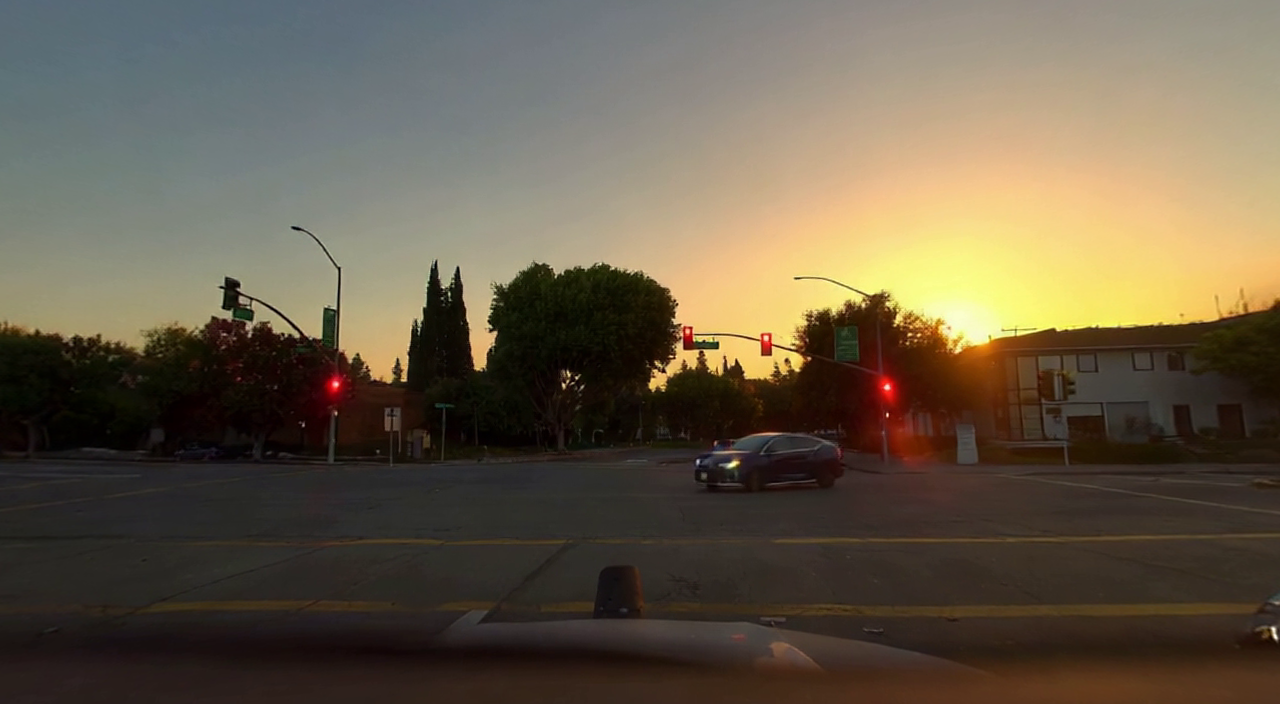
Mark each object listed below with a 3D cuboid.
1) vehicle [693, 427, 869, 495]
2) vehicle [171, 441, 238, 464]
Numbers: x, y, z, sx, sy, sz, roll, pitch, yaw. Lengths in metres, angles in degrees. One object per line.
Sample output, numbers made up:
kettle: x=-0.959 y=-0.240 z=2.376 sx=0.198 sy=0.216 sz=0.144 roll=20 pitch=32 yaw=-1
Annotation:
vehicle: x=4.086 y=3.119 z=18.357 sx=4.580 sy=1.768 sz=2.134 roll=3 pitch=-9 yaw=-22
vehicle: x=-29.108 y=6.697 z=42.047 sx=1.696 sy=1.431 sz=3.686 roll=0 pitch=-8 yaw=3
